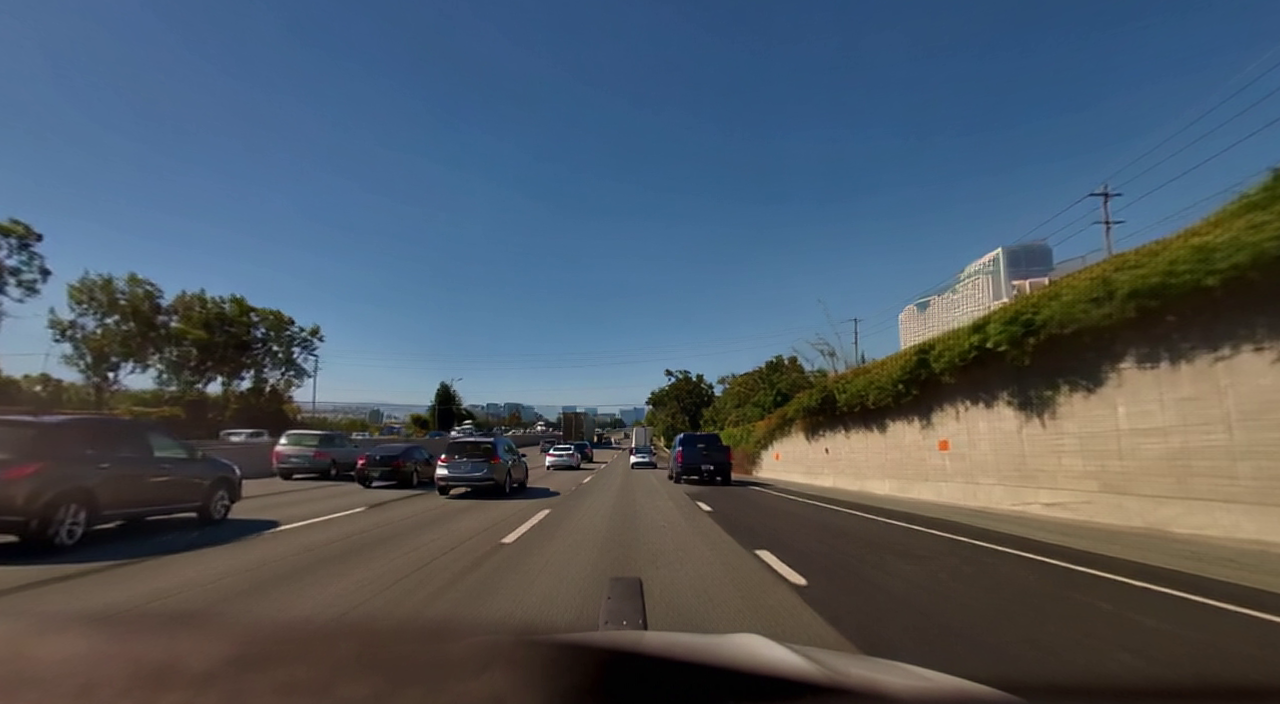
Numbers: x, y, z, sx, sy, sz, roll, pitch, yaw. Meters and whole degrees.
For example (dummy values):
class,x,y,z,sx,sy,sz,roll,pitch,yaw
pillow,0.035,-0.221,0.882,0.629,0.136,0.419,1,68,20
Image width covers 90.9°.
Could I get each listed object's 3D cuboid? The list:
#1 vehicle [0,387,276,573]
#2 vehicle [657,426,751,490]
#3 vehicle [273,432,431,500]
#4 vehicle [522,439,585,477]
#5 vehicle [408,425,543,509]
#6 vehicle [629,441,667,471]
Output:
class,x,y,z,sx,sy,sz,roll,pitch,yaw
vehicle,-7.403,1.588,8.447,2.222,1.825,4.640,0,-8,0
vehicle,2.232,3.992,24.197,2.793,2.132,5.682,0,-8,-3
vehicle,-7.350,2.950,16.772,1.985,1.529,4.710,0,-8,0
vehicle,-3.723,4.671,28.043,2.049,1.530,4.707,0,-8,1
vehicle,-3.764,2.711,15.365,2.026,1.719,4.490,0,-8,0
vehicle,0.417,5.976,36.467,2.092,1.671,3.889,0,-8,-1
